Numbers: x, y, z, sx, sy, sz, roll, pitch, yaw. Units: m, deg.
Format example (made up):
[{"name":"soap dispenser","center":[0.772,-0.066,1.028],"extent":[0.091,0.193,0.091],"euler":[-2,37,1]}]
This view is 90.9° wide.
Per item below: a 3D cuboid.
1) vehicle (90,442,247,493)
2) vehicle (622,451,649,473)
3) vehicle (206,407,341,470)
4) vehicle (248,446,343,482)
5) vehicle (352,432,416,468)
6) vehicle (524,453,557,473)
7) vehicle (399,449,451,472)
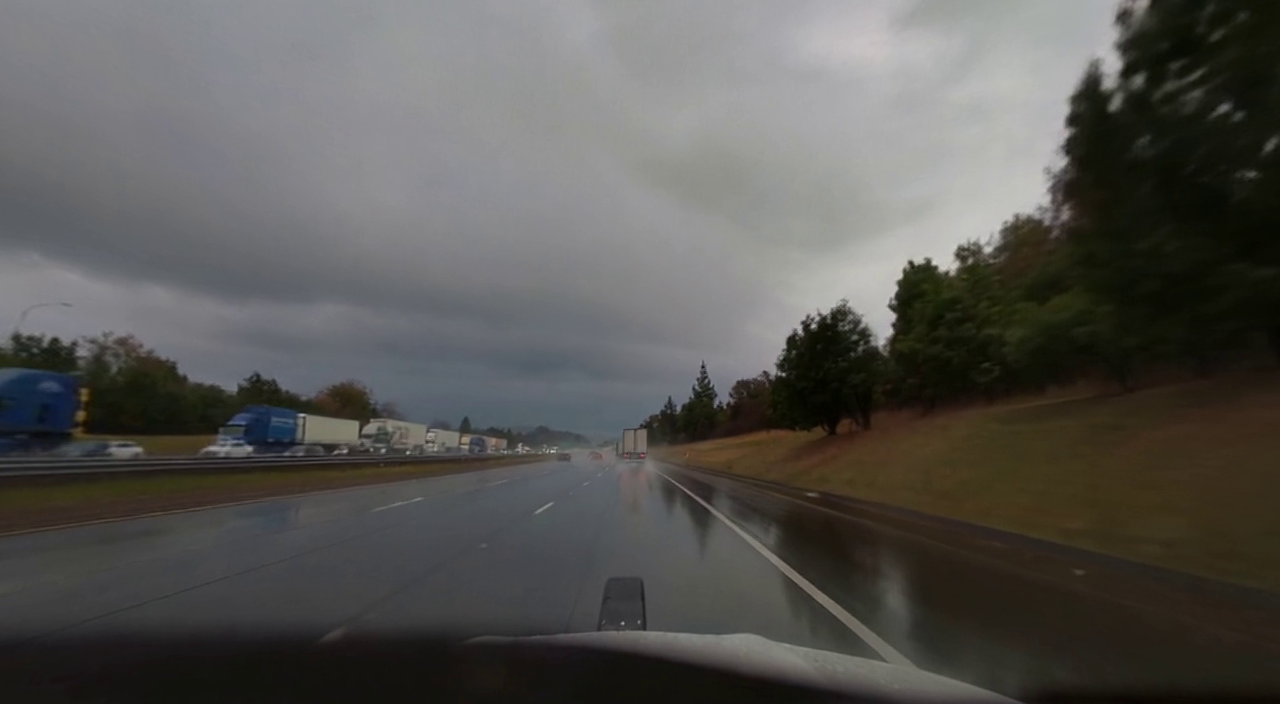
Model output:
[{"name":"vehicle","center":[-14.723,3.611,20.023],"extent":[1.851,1.438,4.071],"euler":[0,-9,0]},{"name":"vehicle","center":[-0.330,8.493,48.851],"extent":[2.009,1.657,3.962],"euler":[0,-9,-1]},{"name":"vehicle","center":[-23.977,5.872,42.184],"extent":[2.893,3.701,10.393],"euler":[0,-9,-1]},{"name":"vehicle","center":[-14.853,4.825,27.458],"extent":[1.837,1.427,4.020],"euler":[0,-9,0]},{"name":"vehicle","center":[-19.536,7.567,48.541],"extent":[2.379,2.537,6.065],"euler":[0,-9,0]},{"name":"vehicle","center":[-7.656,8.566,48.956],"extent":[1.895,1.446,4.456],"euler":[0,-9,0]},{"name":"vehicle","center":[-14.832,7.483,43.716],"extent":[1.935,1.486,4.694],"euler":[0,-9,0]}]
